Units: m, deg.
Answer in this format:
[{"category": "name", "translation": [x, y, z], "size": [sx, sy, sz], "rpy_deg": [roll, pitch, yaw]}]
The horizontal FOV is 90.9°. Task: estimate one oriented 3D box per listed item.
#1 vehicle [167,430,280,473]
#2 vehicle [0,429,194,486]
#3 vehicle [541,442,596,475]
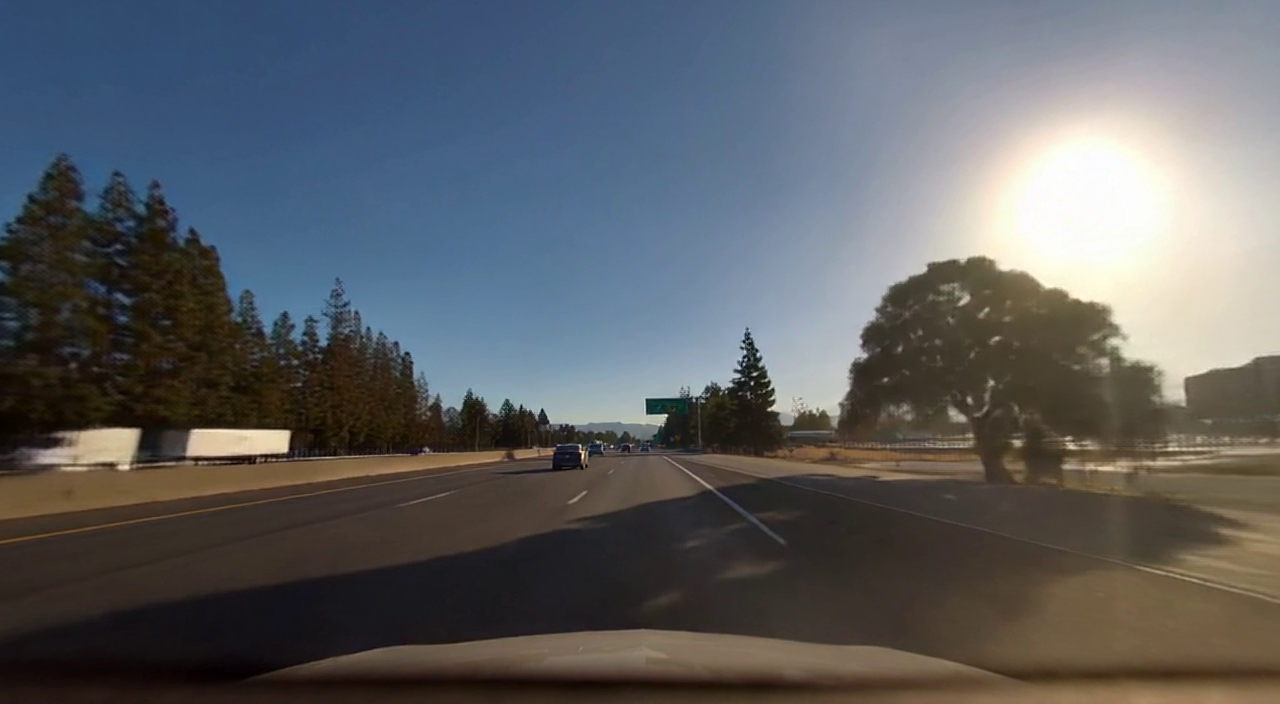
[{"category": "vehicle", "translation": [-31.718, 7.654, 48.639], "size": [2.802, 2.979, 8.523], "rpy_deg": [0, -8, 1]}, {"category": "vehicle", "translation": [-31.752, 6.199, 37.690], "size": [2.984, 2.941, 9.677], "rpy_deg": [0, -8, 1]}, {"category": "vehicle", "translation": [-3.388, 5.163, 30.793], "size": [2.128, 1.450, 4.078], "rpy_deg": [0, -8, 1]}]
